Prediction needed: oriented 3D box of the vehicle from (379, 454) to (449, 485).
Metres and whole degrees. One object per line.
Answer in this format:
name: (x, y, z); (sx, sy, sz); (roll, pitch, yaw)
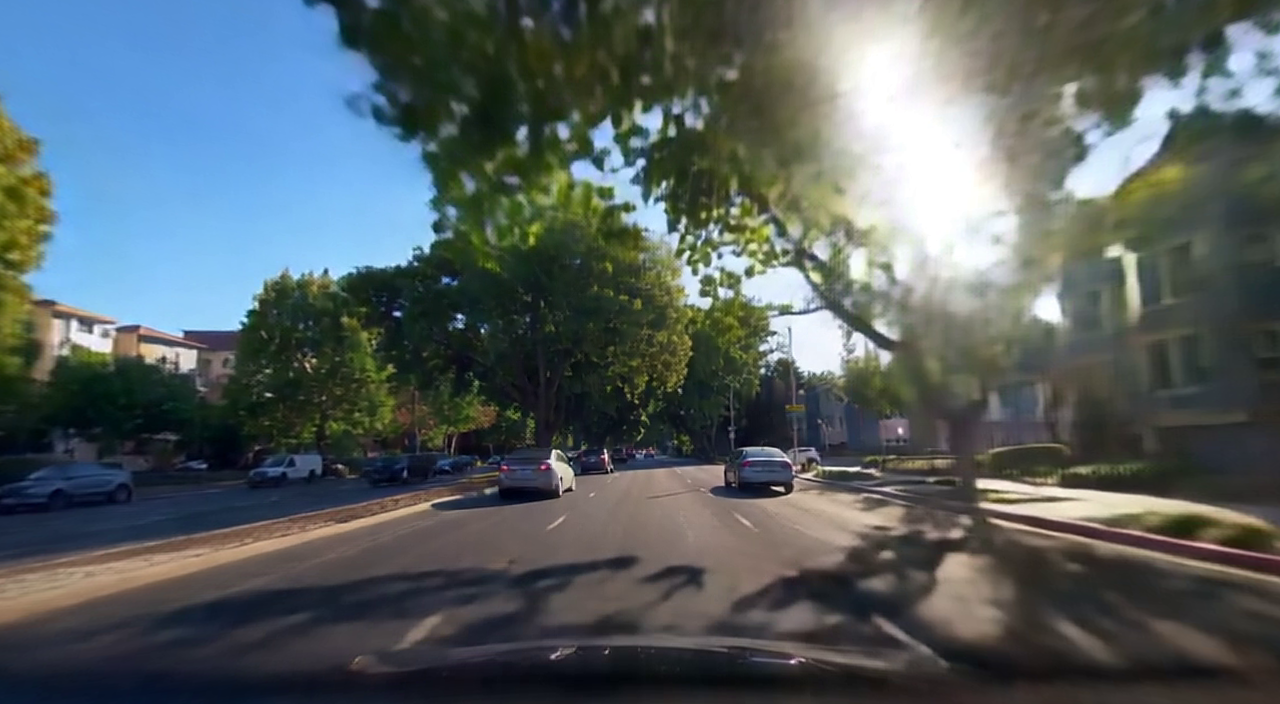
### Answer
vehicle: (-12.211, 6.338, 34.434); (2.000, 1.504, 4.720); (0, -9, 1)

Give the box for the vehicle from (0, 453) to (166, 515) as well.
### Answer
vehicle: (-22.412, 5.257, 25.702); (2.523, 2.213, 4.637); (0, -8, -1)

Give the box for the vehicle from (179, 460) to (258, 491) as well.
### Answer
vehicle: (-26.876, 7.873, 40.402); (1.928, 1.764, 4.599); (0, -8, -1)

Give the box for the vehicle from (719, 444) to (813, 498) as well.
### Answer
vehicle: (3.818, 3.668, 19.943); (2.010, 1.486, 4.498); (0, -8, -1)

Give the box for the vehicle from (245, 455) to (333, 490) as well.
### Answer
vehicle: (-22.368, 7.665, 40.434); (2.928, 2.070, 4.368); (-1, -9, 3)

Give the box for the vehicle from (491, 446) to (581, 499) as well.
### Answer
vehicle: (-3.175, 3.776, 20.205); (2.053, 1.480, 4.381); (0, -8, 1)
